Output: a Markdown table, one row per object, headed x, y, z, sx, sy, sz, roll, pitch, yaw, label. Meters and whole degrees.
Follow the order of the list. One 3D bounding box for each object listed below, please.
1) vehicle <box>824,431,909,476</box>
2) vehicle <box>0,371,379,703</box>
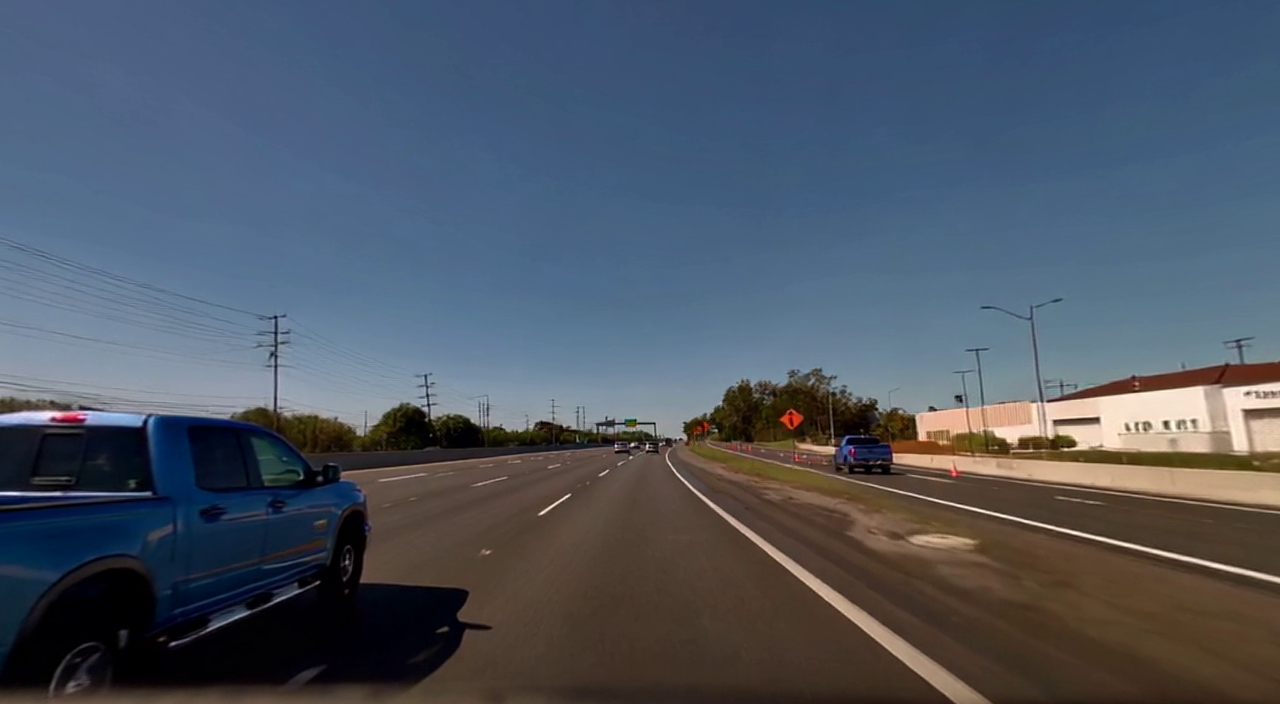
| x | y | z | sx | sy | sz | roll | pitch | yaw | label |
| --- | --- | --- | --- | --- | --- | --- | --- | --- | --- |
| 10.136 | 4.596 | 28.728 | 2.186 | 1.840 | 5.289 | -1 | -8 | 4 | vehicle |
| -3.580 | 1.086 | 3.846 | 2.001 | 1.619 | 4.445 | 0 | -8 | 1 | vehicle |
